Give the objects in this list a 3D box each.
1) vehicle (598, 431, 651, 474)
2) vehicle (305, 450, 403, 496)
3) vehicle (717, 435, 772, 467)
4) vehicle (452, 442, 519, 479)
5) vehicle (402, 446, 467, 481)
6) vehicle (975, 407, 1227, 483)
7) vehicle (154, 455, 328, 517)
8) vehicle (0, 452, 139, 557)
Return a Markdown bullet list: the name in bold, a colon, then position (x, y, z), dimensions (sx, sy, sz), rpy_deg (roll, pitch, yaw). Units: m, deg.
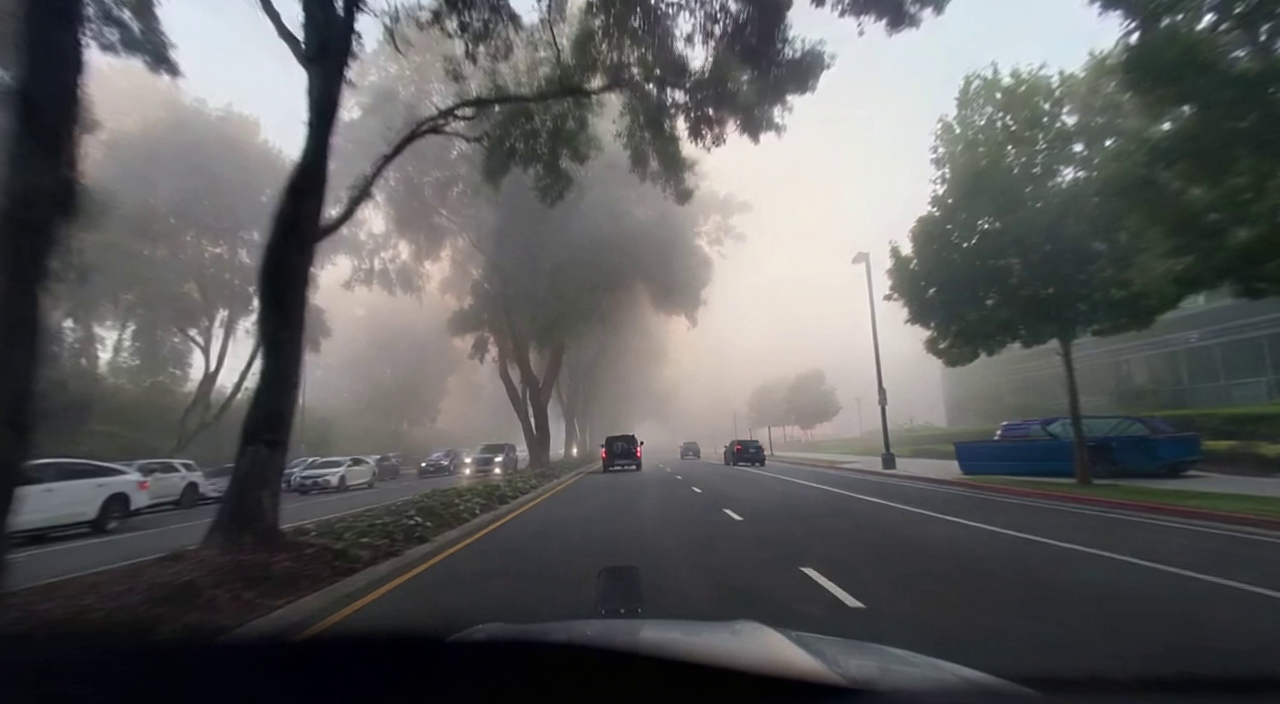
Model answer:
- **vehicle**: position (-0.772, 5.022, 31.728), dimensions (2.411, 1.937, 5.186), rpy_deg (0, -8, -1)
- **vehicle**: position (-11.310, 4.780, 25.356), dimensions (2.025, 1.651, 4.097), rpy_deg (0, -8, 0)
- **vehicle**: position (6.224, 5.998, 38.351), dimensions (2.364, 1.781, 4.854), rpy_deg (0, -8, -2)
- **vehicle**: position (-8.191, 5.793, 34.077), dimensions (2.184, 1.824, 5.418), rpy_deg (0, -8, 0)
- **vehicle**: position (-11.389, 6.190, 35.364), dimensions (2.093, 1.816, 4.559), rpy_deg (0, -8, 0)
- **vehicle**: position (12.169, 2.540, 17.147), dimensions (4.932, 1.738, 2.080), rpy_deg (-5, -8, 15)
- **vehicle**: position (-11.532, 3.862, 18.772), dimensions (2.107, 1.524, 4.697), rpy_deg (0, -8, 0)
- **vehicle**: position (-11.629, 2.667, 11.238), dimensions (1.944, 1.698, 4.329), rpy_deg (0, -8, -2)
